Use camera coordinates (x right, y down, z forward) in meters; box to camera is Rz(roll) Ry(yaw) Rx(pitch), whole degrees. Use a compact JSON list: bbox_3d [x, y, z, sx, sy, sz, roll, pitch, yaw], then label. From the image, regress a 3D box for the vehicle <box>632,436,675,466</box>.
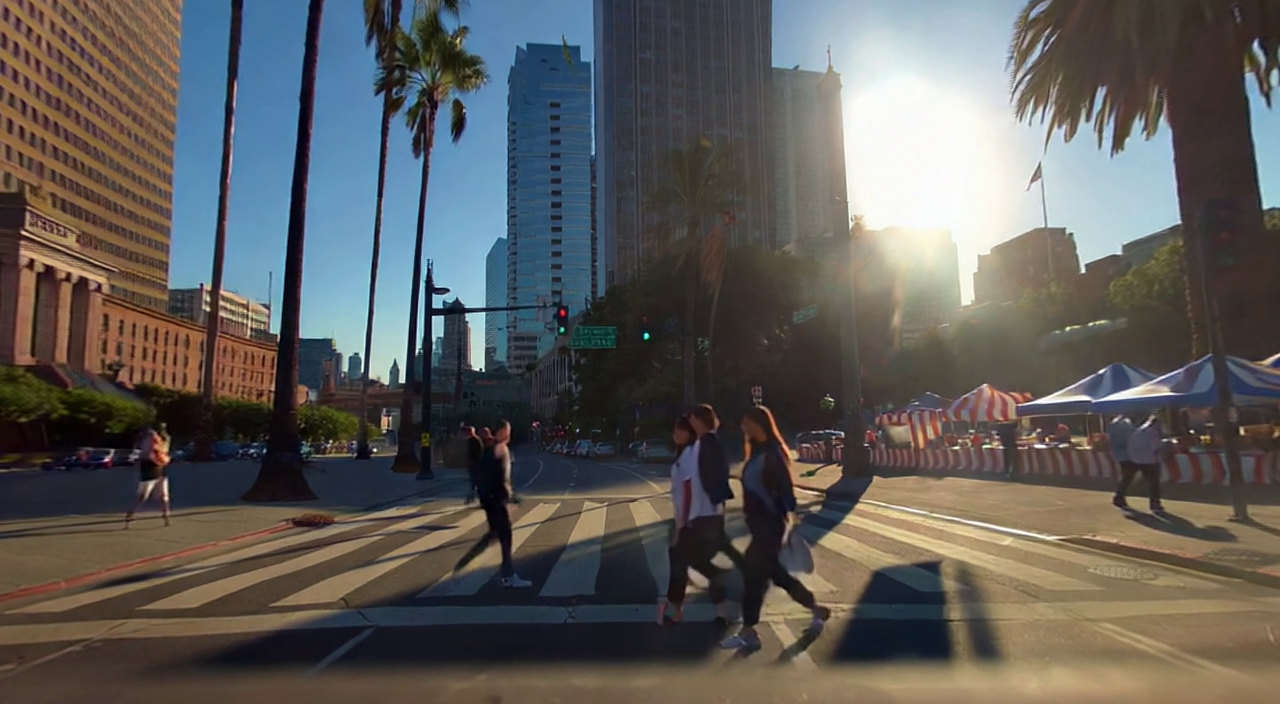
[{"bbox_3d":[0.904,7.276,46.556,2.322,2.071,5.366,1,-9,-9],"label":"vehicle"}]
